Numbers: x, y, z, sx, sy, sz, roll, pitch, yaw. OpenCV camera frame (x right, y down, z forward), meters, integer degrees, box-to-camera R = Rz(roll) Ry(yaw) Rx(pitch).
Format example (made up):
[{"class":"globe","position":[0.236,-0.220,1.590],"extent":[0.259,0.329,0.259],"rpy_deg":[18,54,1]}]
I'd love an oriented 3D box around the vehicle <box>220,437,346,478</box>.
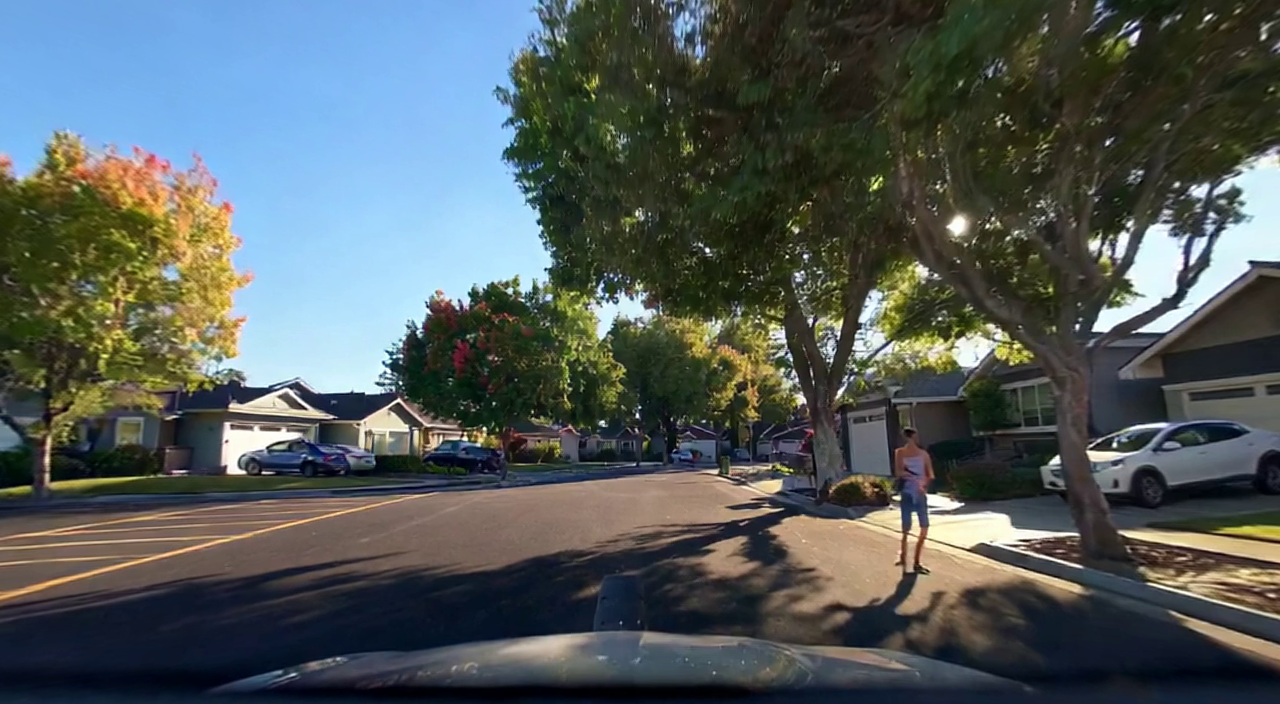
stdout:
[{"class":"vehicle","position":[-16.718,4.961,29.808],"extent":[4.581,1.811,2.145],"rpy_deg":[0,-9,-2]}]

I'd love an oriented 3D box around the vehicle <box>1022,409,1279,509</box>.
[{"class":"vehicle","position":[11.552,2.337,13.975],"extent":[4.792,2.029,2.005],"rpy_deg":[0,-9,1]}]
